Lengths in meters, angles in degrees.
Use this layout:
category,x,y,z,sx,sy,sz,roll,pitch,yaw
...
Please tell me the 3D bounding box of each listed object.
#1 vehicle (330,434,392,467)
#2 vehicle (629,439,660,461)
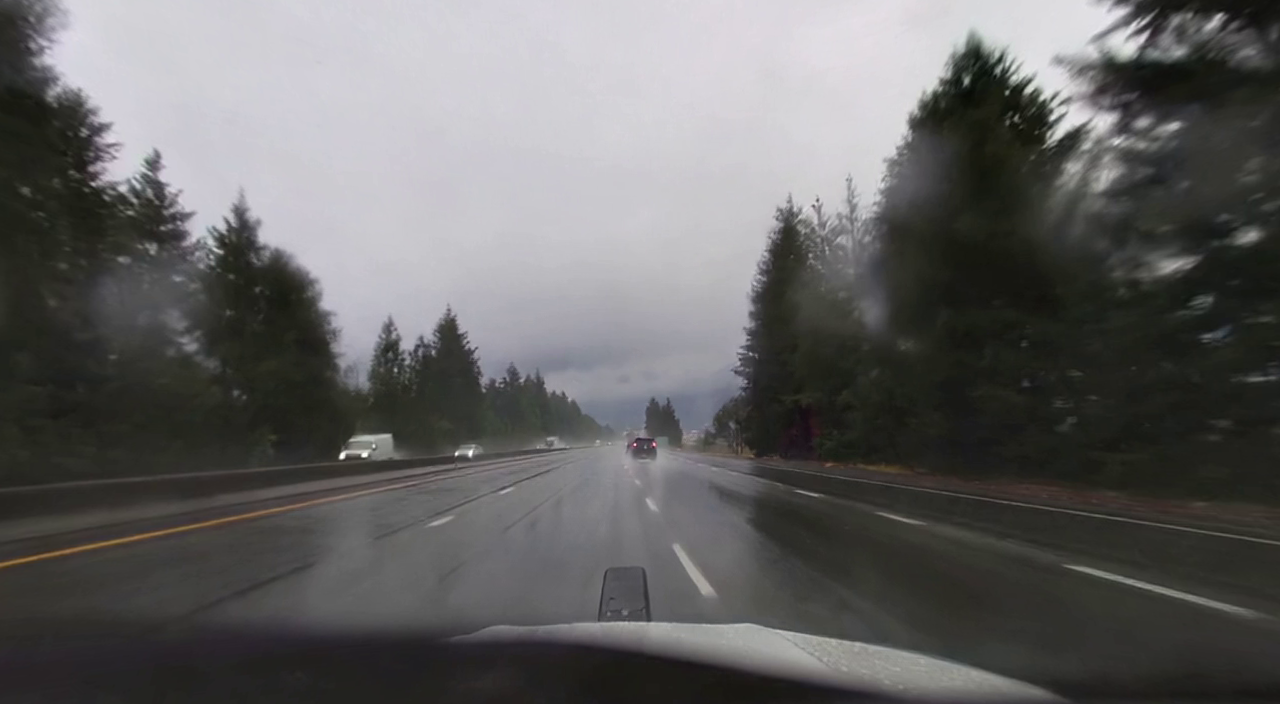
category,x,y,z,sx,sy,sz,roll,pitch,yaw
vehicle,-21.704,7.685,49.244,2.308,2.388,5.775,0,-8,-2
vehicle,0.283,7.526,48.580,2.251,1.638,4.296,0,-8,-2
